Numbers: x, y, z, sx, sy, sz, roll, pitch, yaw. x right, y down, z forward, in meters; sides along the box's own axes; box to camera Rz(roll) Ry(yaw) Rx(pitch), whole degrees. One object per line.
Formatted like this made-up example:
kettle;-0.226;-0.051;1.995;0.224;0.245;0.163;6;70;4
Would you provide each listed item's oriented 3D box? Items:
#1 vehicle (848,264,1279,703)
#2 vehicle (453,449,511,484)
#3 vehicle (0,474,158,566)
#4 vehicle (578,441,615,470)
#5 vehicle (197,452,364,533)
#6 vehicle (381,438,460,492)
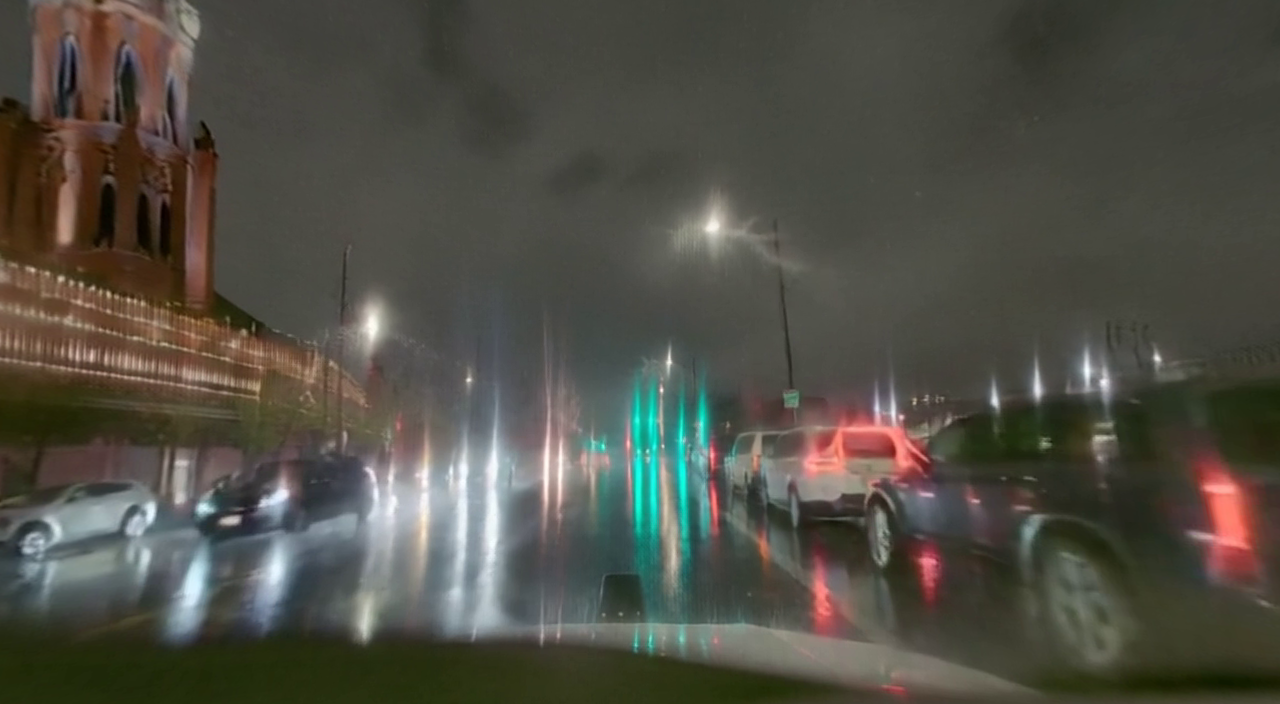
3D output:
vehicle;3.452;1.010;4.622;2.124;1.975;5.131;0;-8;0
vehicle;-8.926;6.452;36.042;2.078;1.810;4.568;0;-9;1
vehicle;-15.469;4.222;16.436;2.014;1.846;4.920;0;-8;-1
vehicle;-3.098;7.530;46.222;2.293;1.936;4.737;0;-8;1
vehicle;-8.915;3.465;16.163;1.842;1.735;4.066;0;-9;0
vehicle;-12.225;6.302;35.713;2.410;2.733;5.630;0;-8;0
